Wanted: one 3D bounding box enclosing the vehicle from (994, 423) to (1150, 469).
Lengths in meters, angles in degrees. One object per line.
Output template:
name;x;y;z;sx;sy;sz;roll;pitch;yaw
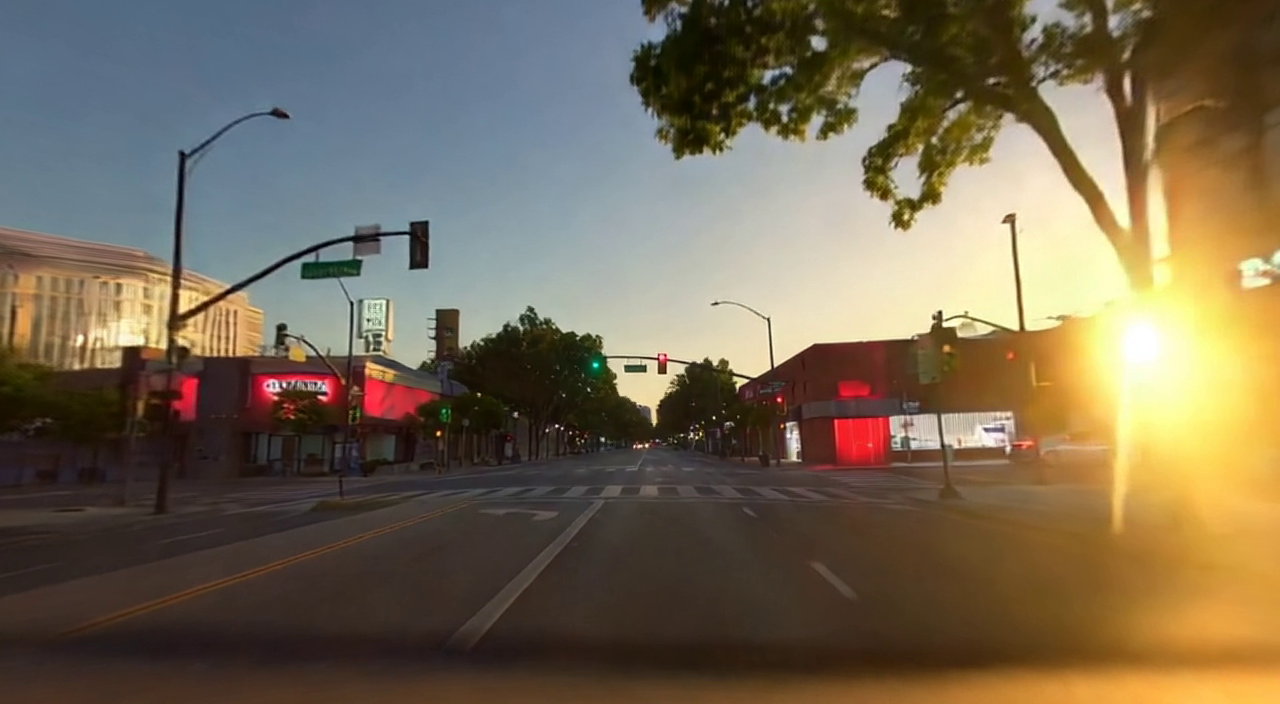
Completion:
vehicle;17.505;3.835;25.750;4.836;1.795;1.957;-1;-8;1
